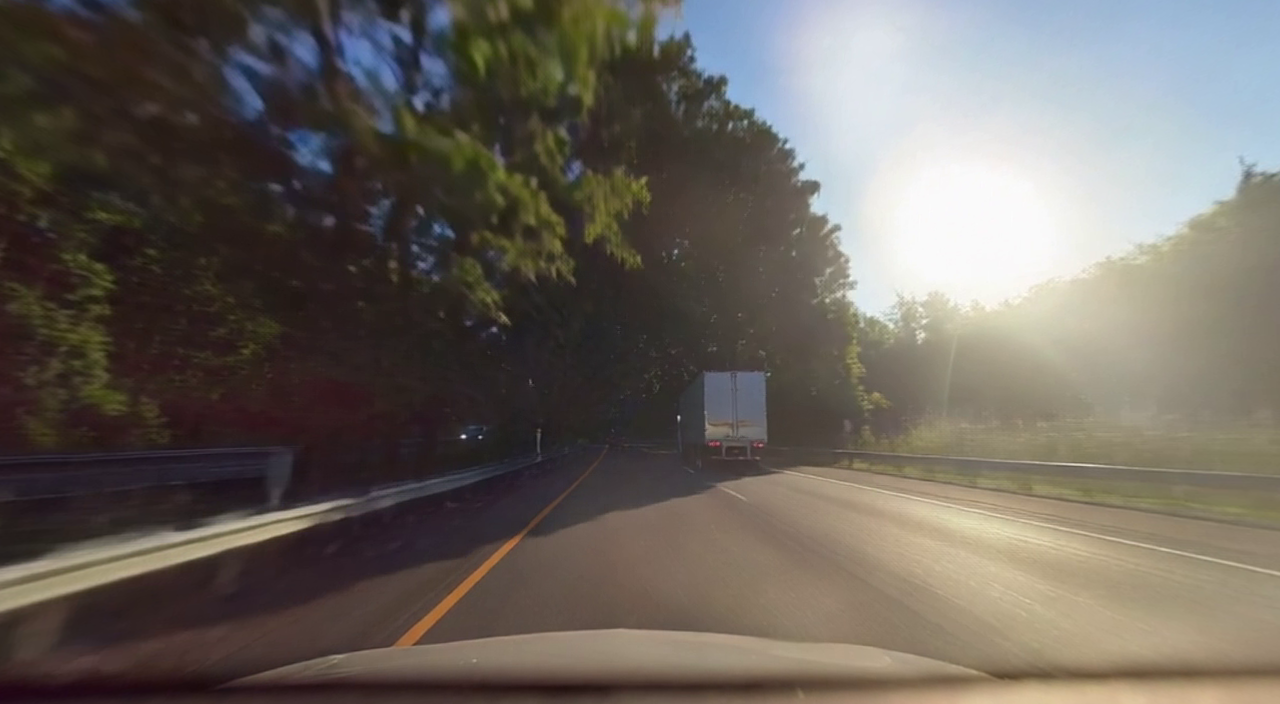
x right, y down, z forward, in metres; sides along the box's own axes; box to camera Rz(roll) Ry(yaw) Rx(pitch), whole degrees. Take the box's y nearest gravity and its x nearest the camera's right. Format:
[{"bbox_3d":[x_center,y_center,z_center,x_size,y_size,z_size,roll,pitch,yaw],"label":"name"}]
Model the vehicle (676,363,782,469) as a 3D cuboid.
[{"bbox_3d":[3.759,3.296,30.541,2.974,4.003,12.849,1,-8,-1],"label":"vehicle"}]
